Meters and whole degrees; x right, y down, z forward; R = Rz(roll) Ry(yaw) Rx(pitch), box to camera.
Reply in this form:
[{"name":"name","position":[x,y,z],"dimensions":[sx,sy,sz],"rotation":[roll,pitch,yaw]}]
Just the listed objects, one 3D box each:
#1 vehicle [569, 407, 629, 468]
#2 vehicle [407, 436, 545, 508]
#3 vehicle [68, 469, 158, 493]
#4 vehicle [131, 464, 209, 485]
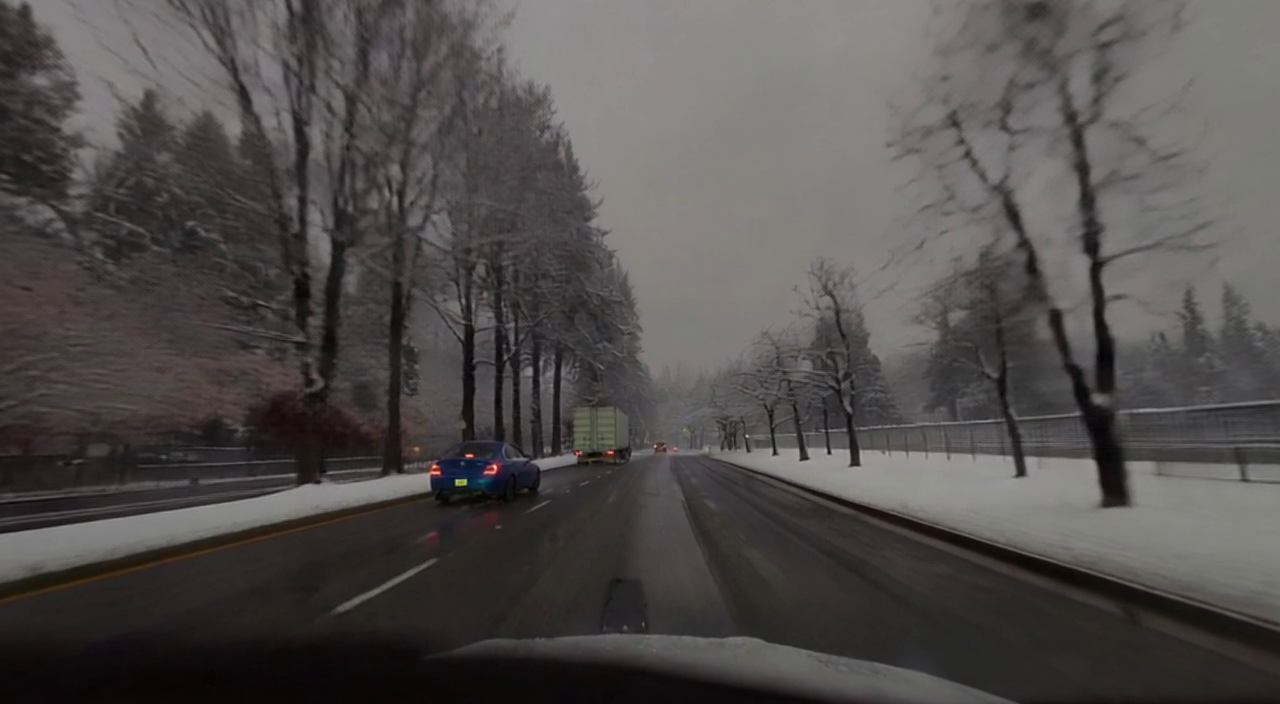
[{"name":"vehicle","position":[-2.306,5.199,38.401],"dimensions":[2.746,3.276,8.572],"rotation":[0,-8,2]},{"name":"vehicle","position":[-3.725,2.795,15.254],"dimensions":[2.005,1.462,4.345],"rotation":[0,-8,3]},{"name":"vehicle","position":[-34.029,8.316,40.764],"dimensions":[3.992,1.467,2.092],"rotation":[-1,-10,4]},{"name":"vehicle","position":[-34.374,8.961,46.145],"dimensions":[4.333,1.436,1.871],"rotation":[-1,-8,4]}]
